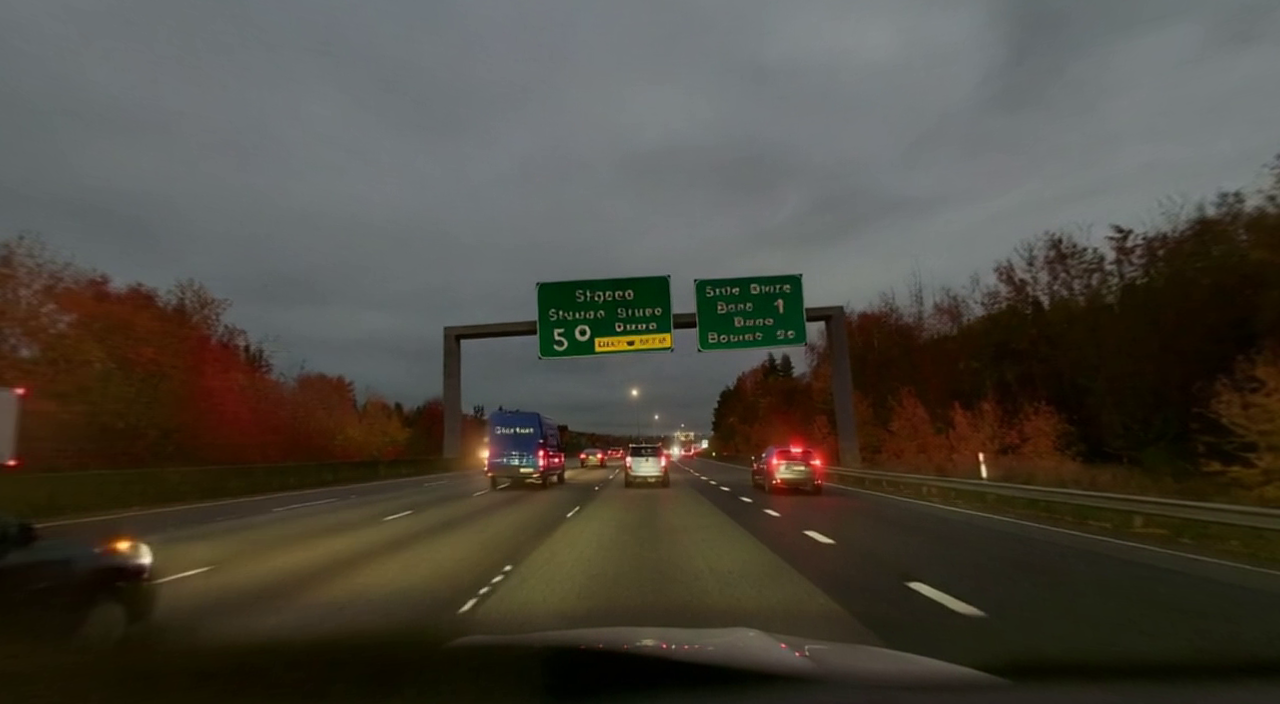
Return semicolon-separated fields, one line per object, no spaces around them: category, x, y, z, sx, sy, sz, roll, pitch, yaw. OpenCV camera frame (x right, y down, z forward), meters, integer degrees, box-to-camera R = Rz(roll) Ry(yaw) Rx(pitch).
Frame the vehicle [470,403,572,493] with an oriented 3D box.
vehicle;-3.918;3.366;22.001;2.275;2.692;5.810;-1;-9;2

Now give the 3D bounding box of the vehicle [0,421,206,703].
vehicle;-3.834;0.944;2.029;1.977;1.485;3.973;0;-9;0

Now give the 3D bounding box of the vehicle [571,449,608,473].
vehicle;-3.228;7.052;40.778;2.015;1.496;4.312;0;-9;1

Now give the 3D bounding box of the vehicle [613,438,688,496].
vehicle;0.362;3.688;20.418;2.195;1.679;4.070;-1;-9;2
